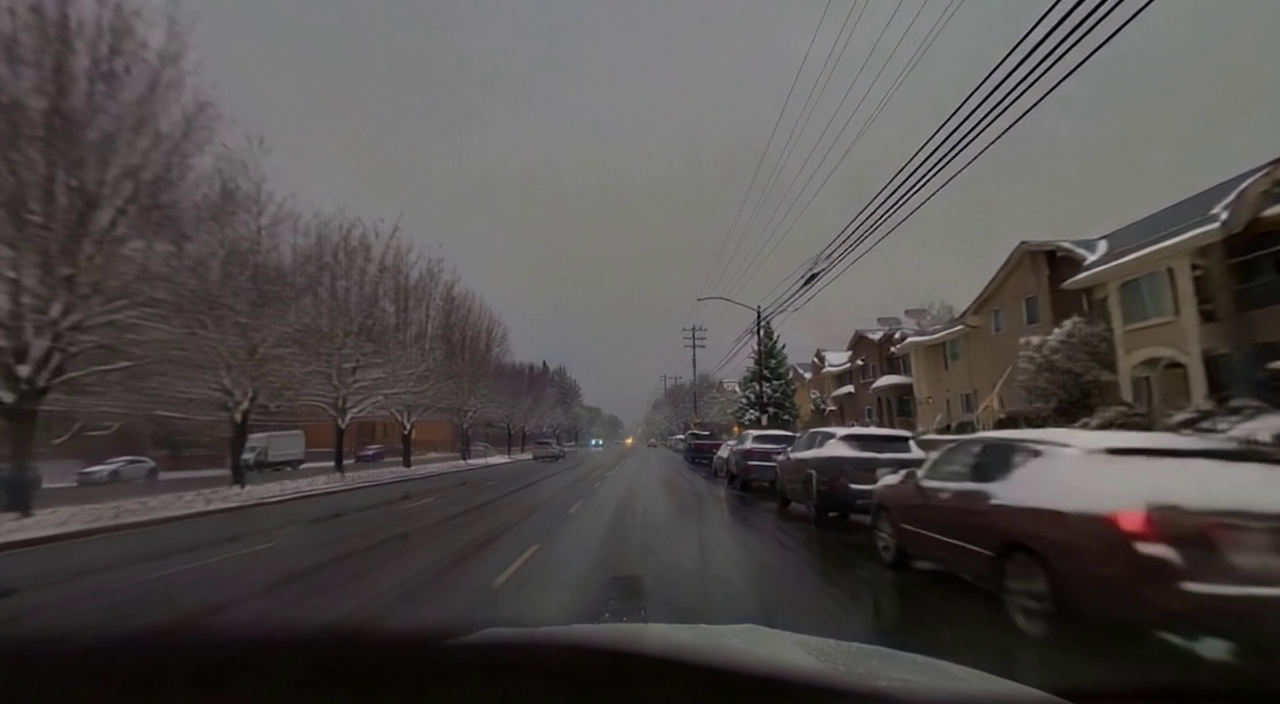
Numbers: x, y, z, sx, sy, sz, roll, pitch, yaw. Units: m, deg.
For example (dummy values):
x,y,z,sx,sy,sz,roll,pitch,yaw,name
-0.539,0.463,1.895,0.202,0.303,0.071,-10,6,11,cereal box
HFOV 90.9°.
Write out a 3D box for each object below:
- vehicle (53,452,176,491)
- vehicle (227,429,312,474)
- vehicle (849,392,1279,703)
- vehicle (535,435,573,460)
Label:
x,y,z,sx,sy,sz,roll,pitch,yaw,name
-25.778,5.819,31.188,2.121,1.699,4.506,0,-8,0,vehicle
-25.630,6.892,43.927,2.223,2.895,5.824,0,-8,1,vehicle
3.480,1.286,5.051,2.048,1.556,4.753,0,-8,1,vehicle
-6.074,6.795,45.164,2.000,1.671,4.497,0,-8,1,vehicle
